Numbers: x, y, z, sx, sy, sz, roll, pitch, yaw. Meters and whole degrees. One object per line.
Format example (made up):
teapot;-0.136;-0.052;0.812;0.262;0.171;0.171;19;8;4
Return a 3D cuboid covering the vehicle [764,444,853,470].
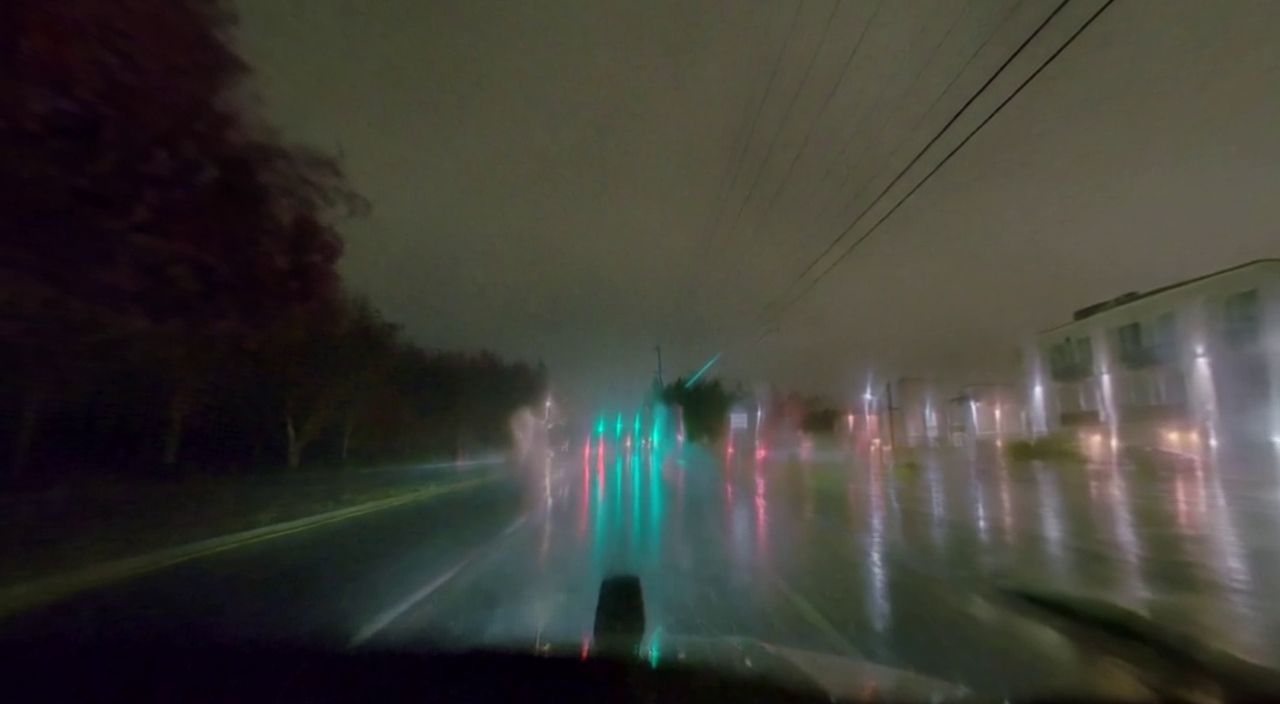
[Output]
vehicle;9.662;6.022;36.433;4.466;1.440;2.091;1;-8;-5

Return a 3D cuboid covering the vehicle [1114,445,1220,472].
vehicle;30.402;6.105;36.654;1.791;1.444;4.603;1;-8;-8

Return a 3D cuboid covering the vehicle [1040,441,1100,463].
vehicle;33.791;7.857;49.729;1.852;1.604;3.693;1;-8;-5

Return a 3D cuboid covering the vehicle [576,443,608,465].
vehicle;-3.457;7.371;45.885;2.030;1.550;3.925;0;-8;0
